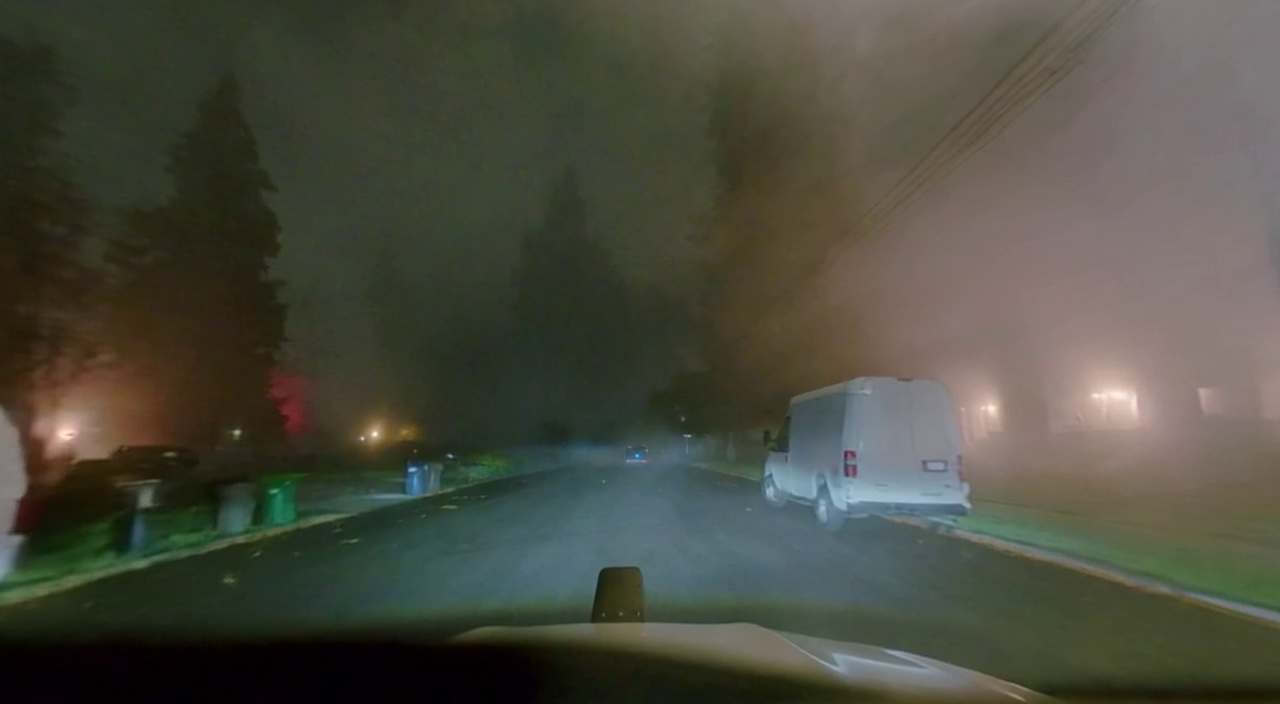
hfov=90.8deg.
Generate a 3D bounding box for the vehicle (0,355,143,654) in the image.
[{"bbox_3d":[-5.772,0.928,2.789,2.284,2.119,5.984,-3,-7,1],"label":"vehicle"}]

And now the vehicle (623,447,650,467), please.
[{"bbox_3d":[-0.283,8.209,49.619,2.062,1.509,4.305,0,-9,-1],"label":"vehicle"}]

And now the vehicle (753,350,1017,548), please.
[{"bbox_3d":[4.005,1.814,11.973,2.384,2.791,5.899,0,-9,-2],"label":"vehicle"}]
